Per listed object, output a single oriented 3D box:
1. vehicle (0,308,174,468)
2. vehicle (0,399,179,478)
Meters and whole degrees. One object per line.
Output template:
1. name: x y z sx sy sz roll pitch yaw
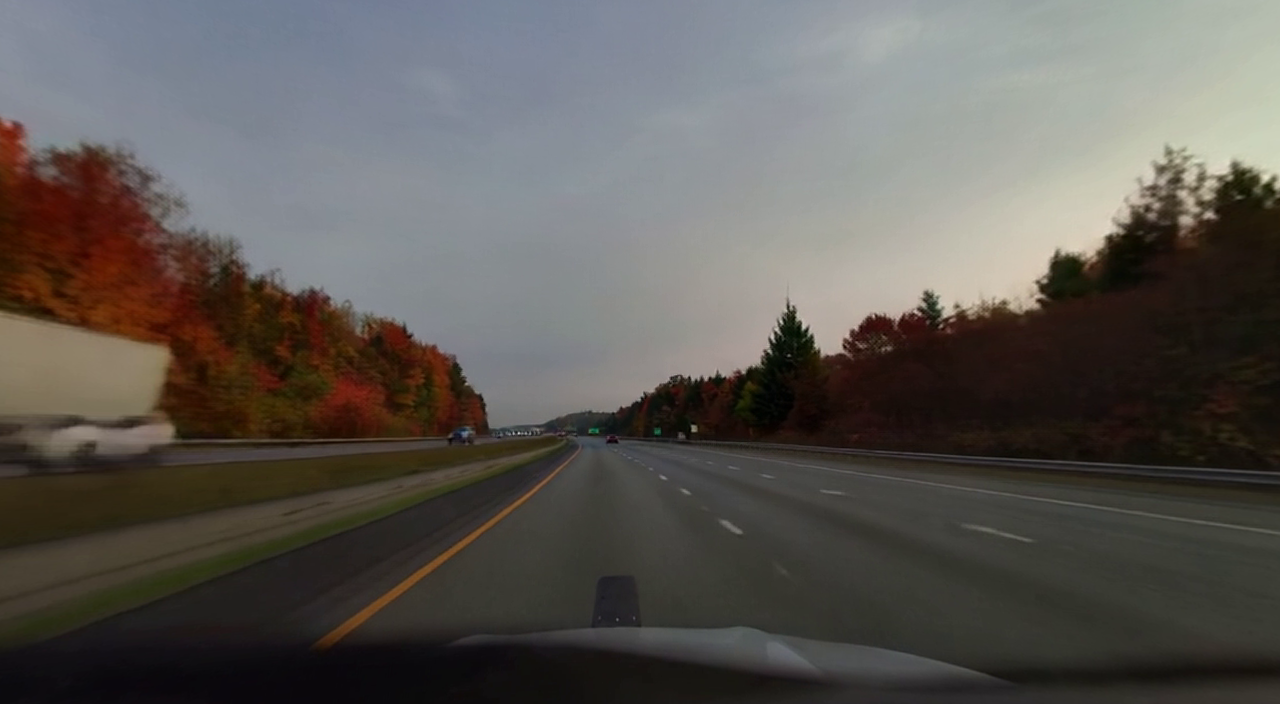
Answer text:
1. vehicle: -18.031 0.834 15.477 2.967 4.106 14.224 0 -8 -3
2. vehicle: -13.507 2.018 14.749 1.926 1.561 4.710 0 -8 -2
